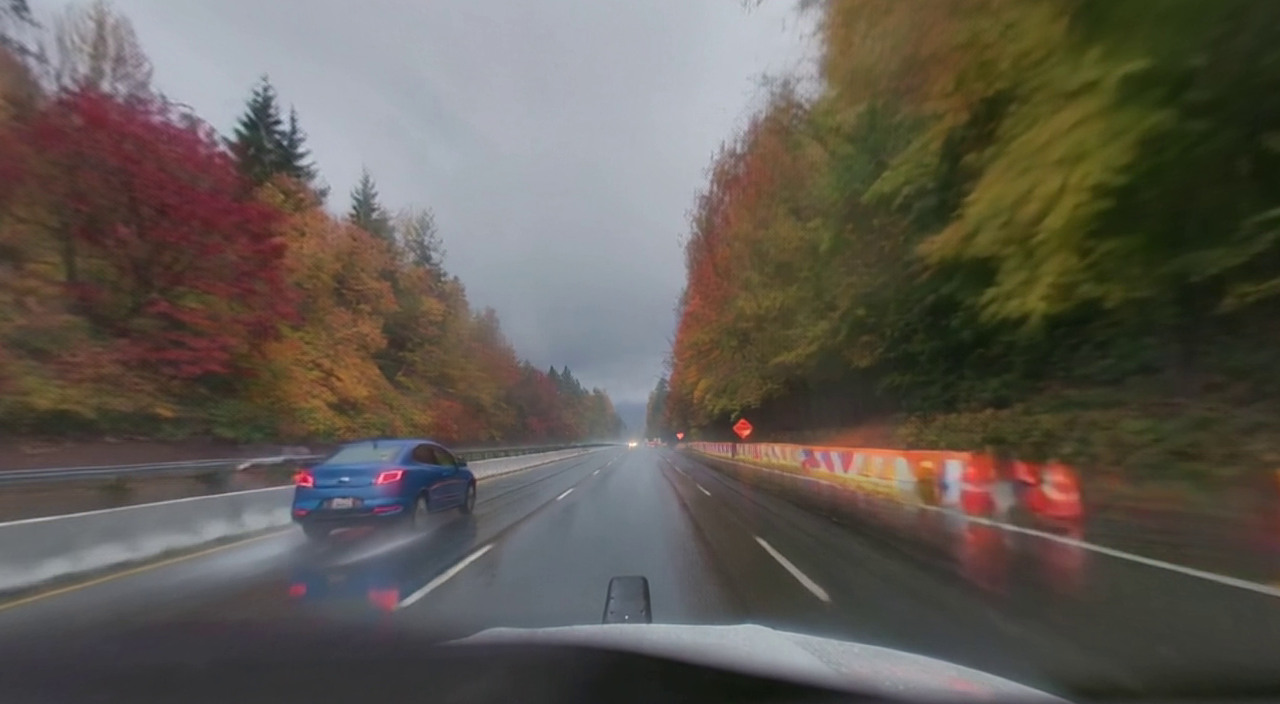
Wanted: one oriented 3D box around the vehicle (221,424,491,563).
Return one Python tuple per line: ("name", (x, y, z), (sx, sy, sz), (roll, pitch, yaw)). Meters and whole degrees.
("vehicle", (-3.611, 1.844, 8.975), (1.902, 1.505, 4.016), (0, -8, 1))
